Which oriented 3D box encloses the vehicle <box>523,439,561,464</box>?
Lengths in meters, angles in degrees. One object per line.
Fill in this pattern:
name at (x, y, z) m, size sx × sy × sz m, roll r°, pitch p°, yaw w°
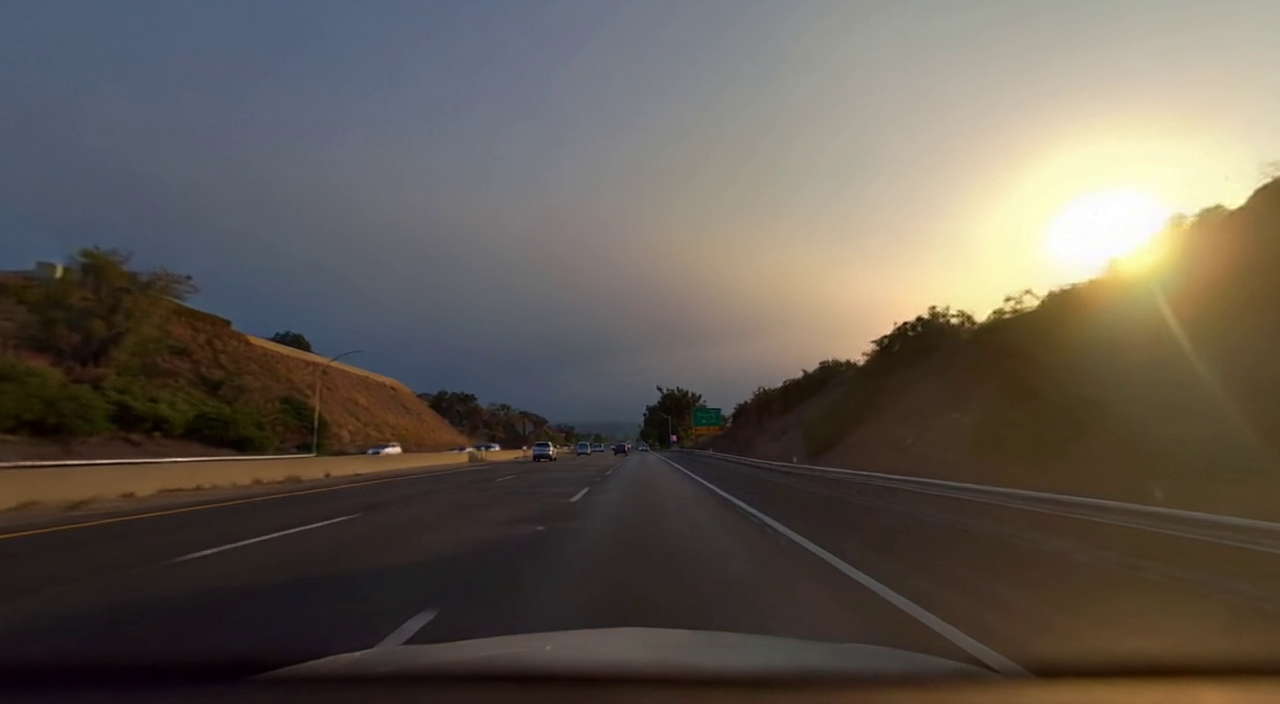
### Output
vehicle at (-6.785, 6.912, 43.865) m, size 1.972 × 1.660 × 4.254 m, roll 0°, pitch -8°, yaw 1°
